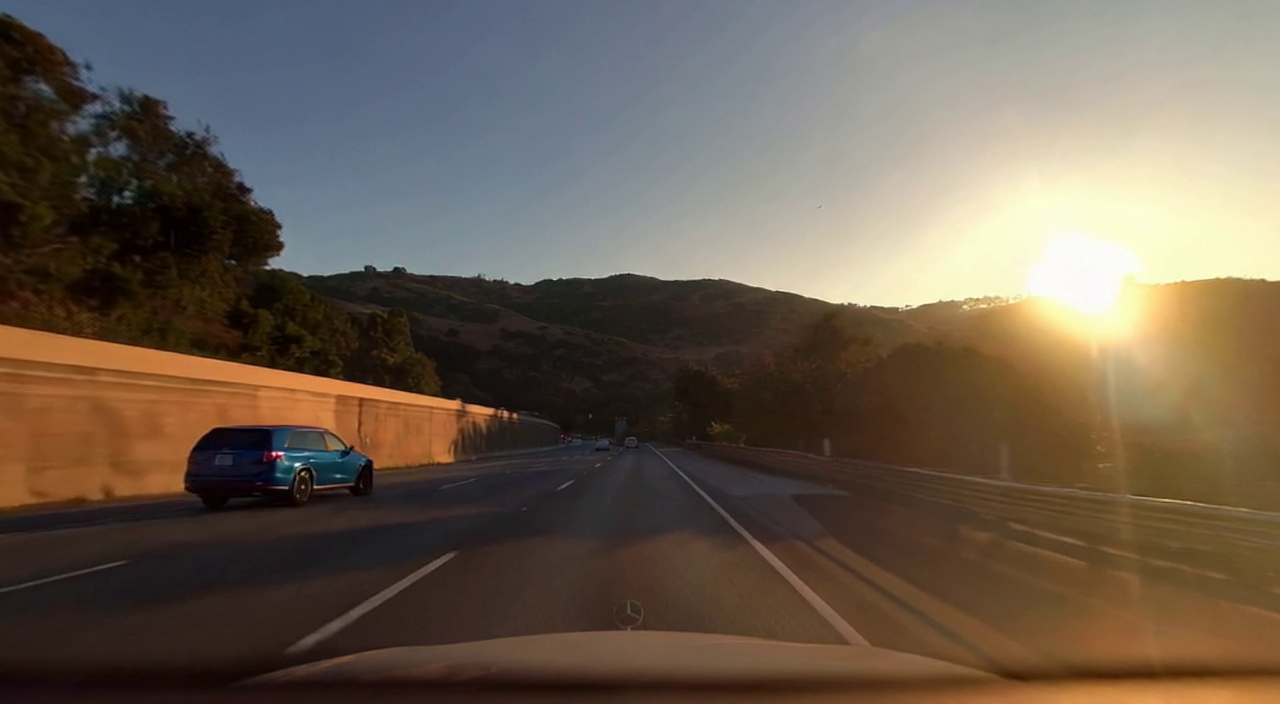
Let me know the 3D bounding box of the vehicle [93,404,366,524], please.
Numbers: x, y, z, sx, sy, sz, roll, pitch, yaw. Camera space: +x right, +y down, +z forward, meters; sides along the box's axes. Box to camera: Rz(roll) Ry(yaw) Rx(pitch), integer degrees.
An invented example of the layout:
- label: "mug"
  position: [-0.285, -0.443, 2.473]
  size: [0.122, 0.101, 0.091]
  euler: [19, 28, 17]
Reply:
- label: "vehicle"
  position: [-7.725, 2.181, 12.734]
  size: [2.151, 1.925, 4.945]
  euler: [0, -9, 0]
